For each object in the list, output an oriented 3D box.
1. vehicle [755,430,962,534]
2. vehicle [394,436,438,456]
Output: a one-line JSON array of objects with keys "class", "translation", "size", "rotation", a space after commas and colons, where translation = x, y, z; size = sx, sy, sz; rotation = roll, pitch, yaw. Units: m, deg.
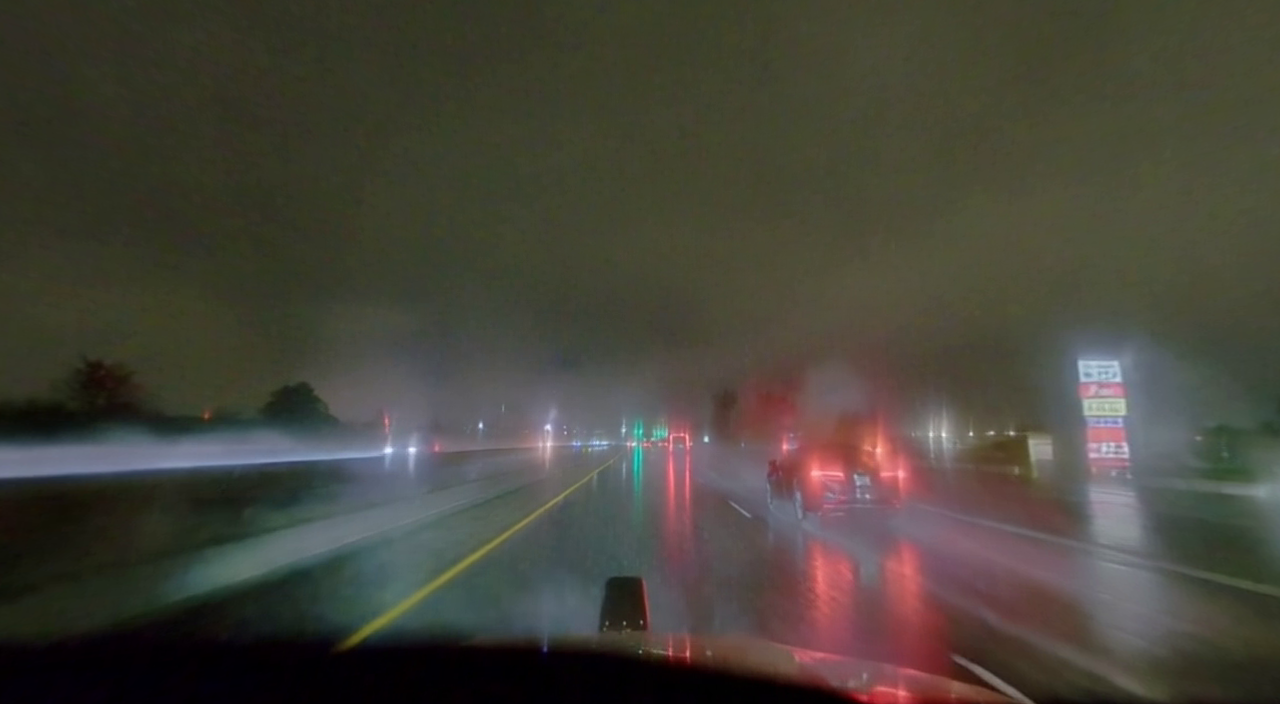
[{"class": "vehicle", "translation": [3.559, 2.201, 11.362], "size": [2.091, 1.482, 4.522], "rotation": [0, -8, 0]}, {"class": "vehicle", "translation": [-16.784, 7.056, 47.284], "size": [1.775, 1.448, 3.844], "rotation": [0, -8, 1]}]
